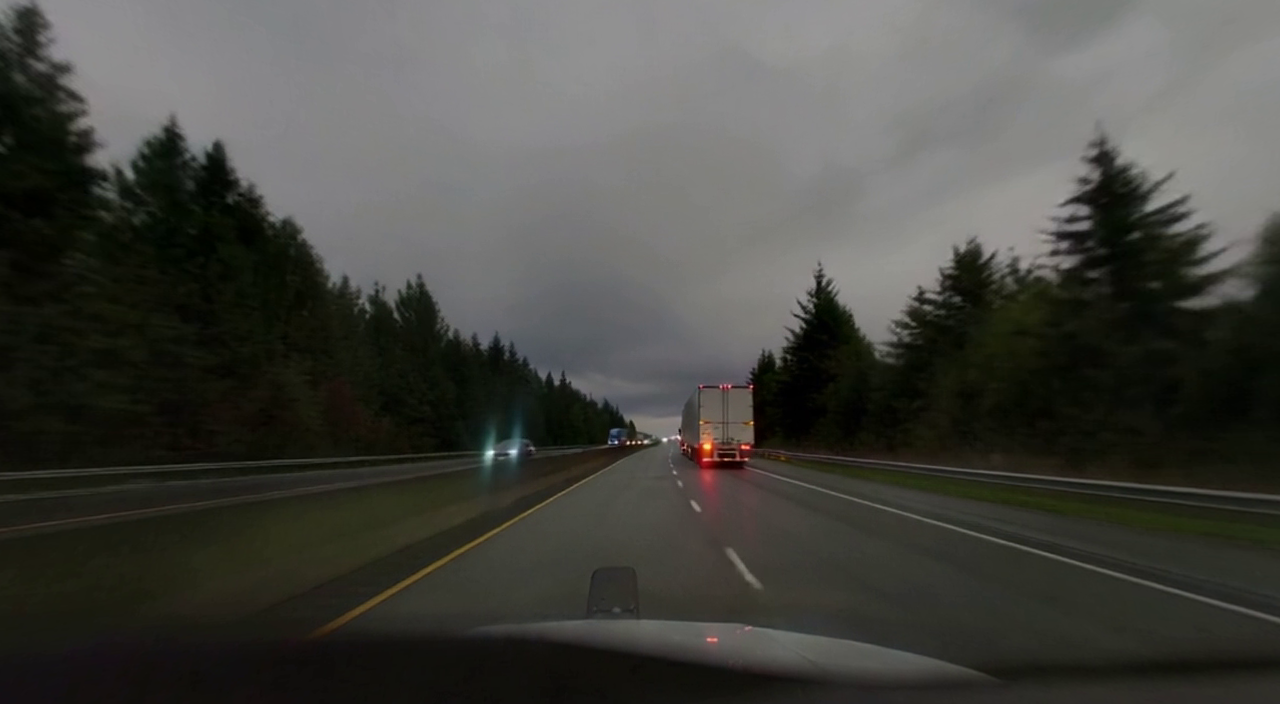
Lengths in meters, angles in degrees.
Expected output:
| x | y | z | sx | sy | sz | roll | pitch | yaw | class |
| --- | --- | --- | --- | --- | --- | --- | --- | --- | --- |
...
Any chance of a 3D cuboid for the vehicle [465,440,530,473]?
| x | y | z | sx | sy | sz | roll | pitch | yaw | class |
| --- | --- | --- | --- | --- | --- | --- | --- | --- | --- |
| -6.956 | 5.143 | 31.199 | 2.111 | 1.487 | 4.433 | -1 | -8 | 1 | vehicle |
